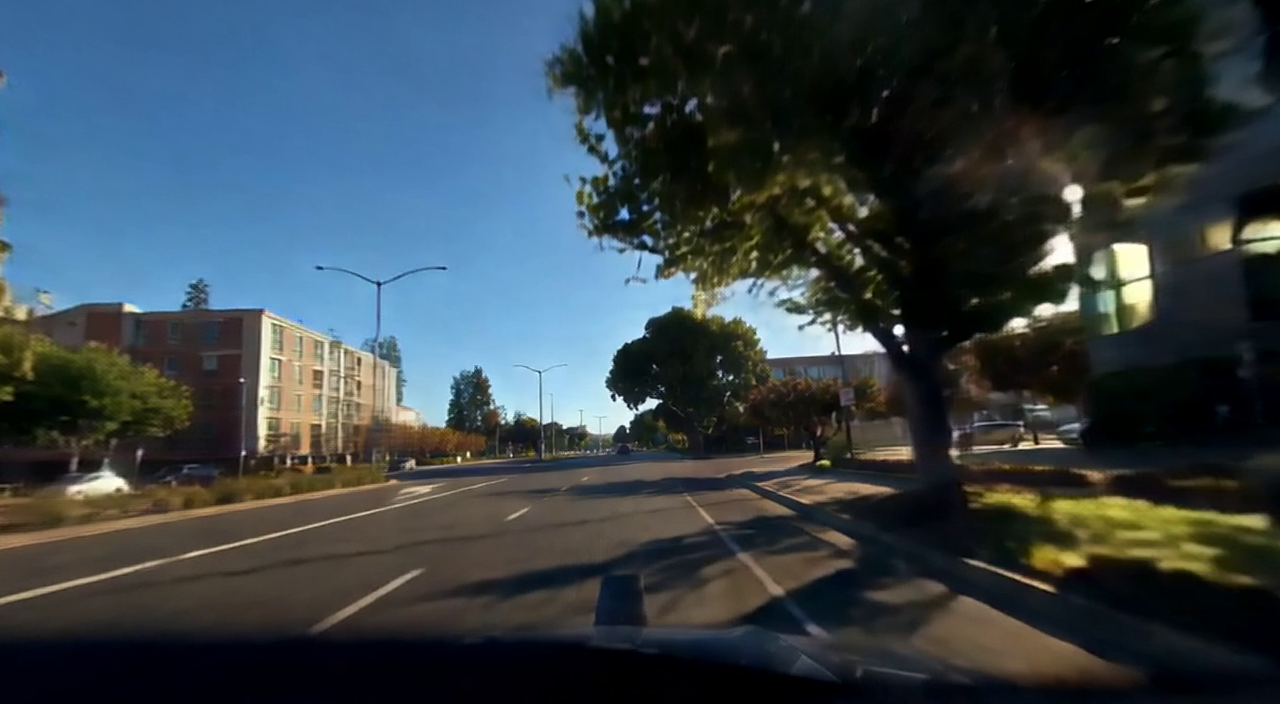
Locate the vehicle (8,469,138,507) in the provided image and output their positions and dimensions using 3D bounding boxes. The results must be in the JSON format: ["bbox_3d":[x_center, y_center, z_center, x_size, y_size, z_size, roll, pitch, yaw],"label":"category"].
[{"bbox_3d":[-26.920,6.436,30.248,1.916,1.456,4.597,0,-8,1],"label":"vehicle"}]

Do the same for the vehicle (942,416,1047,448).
[{"bbox_3d":[22.332,5.064,39.984,5.135,1.964,2.402,0,-7,1],"label":"vehicle"}]

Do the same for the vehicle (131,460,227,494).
[{"bbox_3d":[-26.470,7.162,36.495,1.931,1.673,4.623,-1,-8,2],"label":"vehicle"}]
